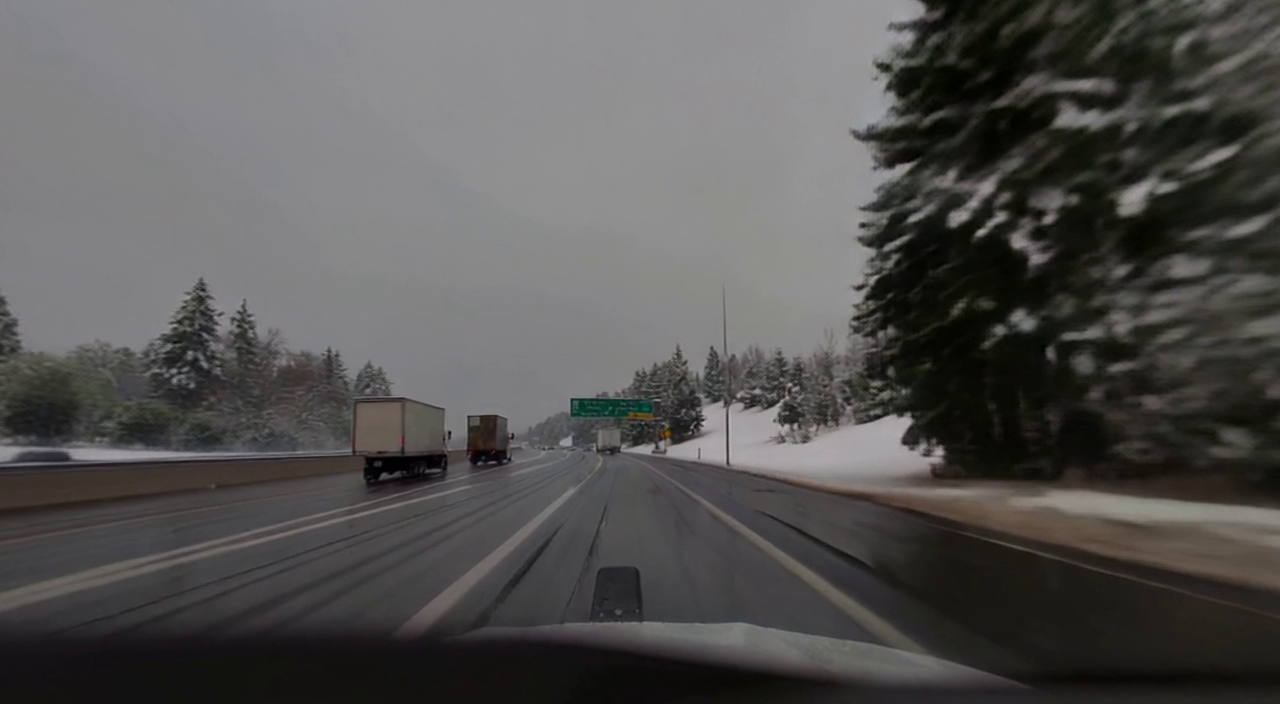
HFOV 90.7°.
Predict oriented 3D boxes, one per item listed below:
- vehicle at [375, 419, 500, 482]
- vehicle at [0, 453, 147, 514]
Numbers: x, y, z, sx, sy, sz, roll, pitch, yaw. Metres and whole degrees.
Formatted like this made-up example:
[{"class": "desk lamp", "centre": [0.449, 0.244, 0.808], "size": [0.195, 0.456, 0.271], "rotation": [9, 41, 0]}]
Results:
[{"class": "vehicle", "centre": [-10.205, 5.273, 34.246], "size": [3.270, 2.674, 14.547], "rotation": [1, -9, -5]}, {"class": "vehicle", "centre": [-16.866, 3.681, 18.201], "size": [1.842, 1.452, 4.612], "rotation": [0, -8, -3]}]
